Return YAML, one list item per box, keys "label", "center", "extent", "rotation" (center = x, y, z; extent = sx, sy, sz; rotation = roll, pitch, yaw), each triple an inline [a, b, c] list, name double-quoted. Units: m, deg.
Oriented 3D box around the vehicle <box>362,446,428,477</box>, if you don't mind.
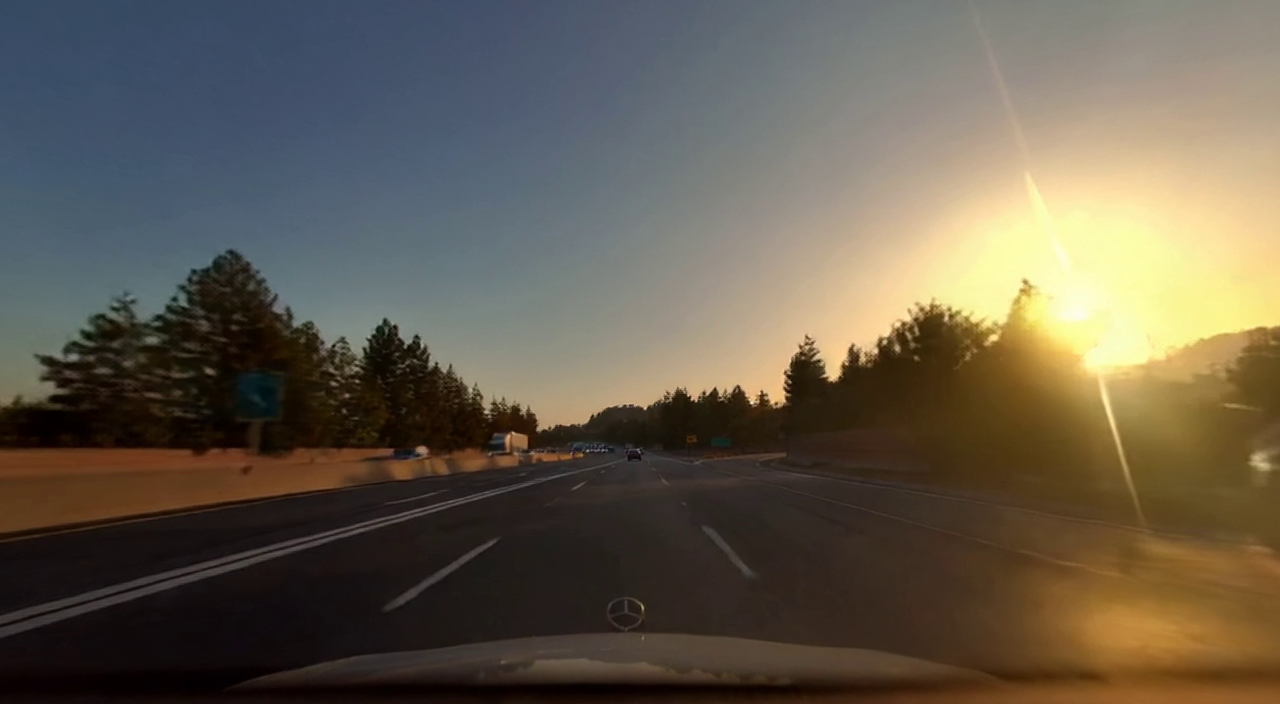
- label: "vehicle"
  center: [-15.401, 6.879, 40.024]
  extent: [2.108, 1.829, 4.841]
  rotation: [0, -9, 1]
